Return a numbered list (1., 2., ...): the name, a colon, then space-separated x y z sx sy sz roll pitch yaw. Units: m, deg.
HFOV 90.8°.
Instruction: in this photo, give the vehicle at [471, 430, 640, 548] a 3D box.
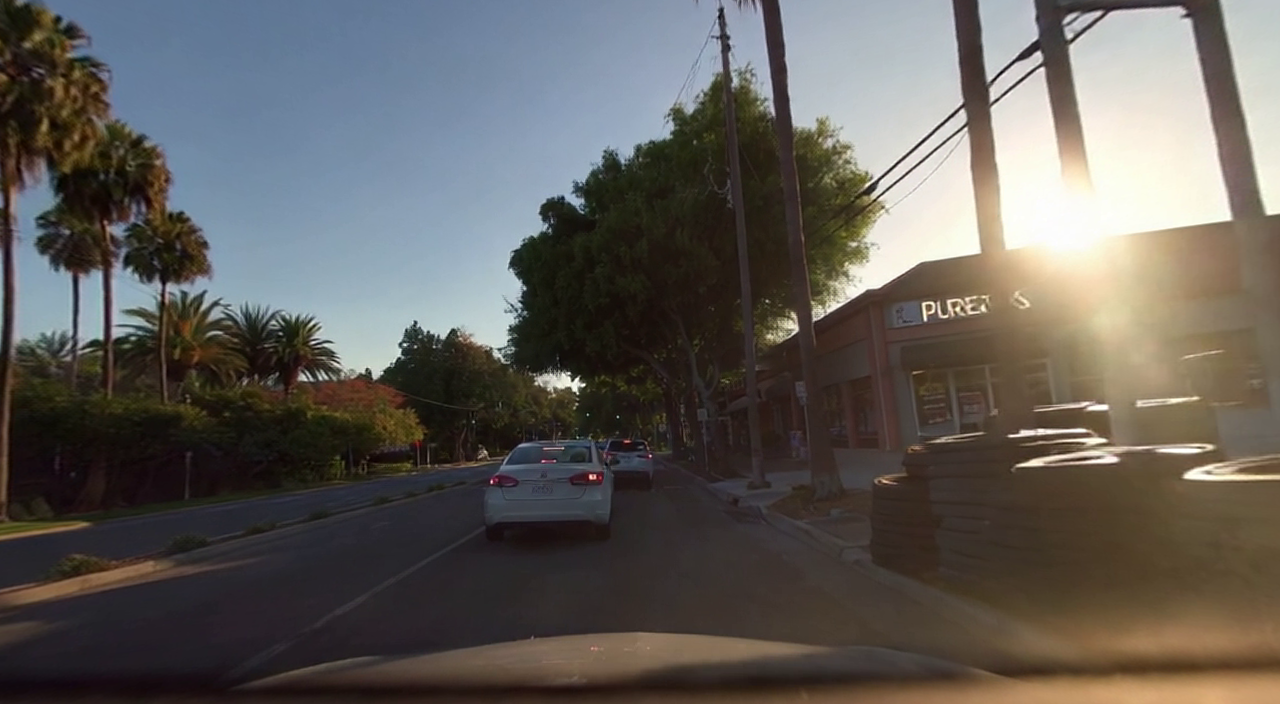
1. vehicle: -1.111 2.067 10.224 2.169 1.495 4.048 0 -8 -1
